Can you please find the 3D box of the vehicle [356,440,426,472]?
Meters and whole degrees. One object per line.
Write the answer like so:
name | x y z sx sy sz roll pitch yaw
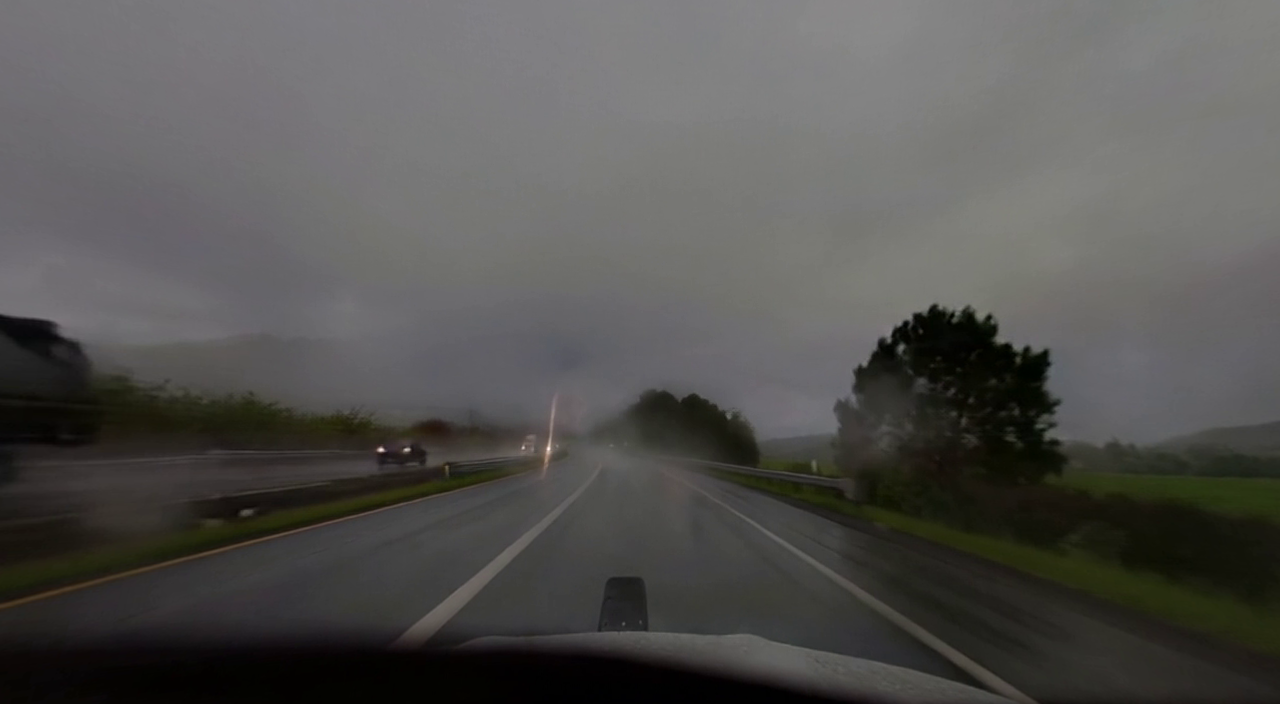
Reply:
vehicle | -12.818 5.366 32.701 2.167 1.558 3.727 0 -9 -2
